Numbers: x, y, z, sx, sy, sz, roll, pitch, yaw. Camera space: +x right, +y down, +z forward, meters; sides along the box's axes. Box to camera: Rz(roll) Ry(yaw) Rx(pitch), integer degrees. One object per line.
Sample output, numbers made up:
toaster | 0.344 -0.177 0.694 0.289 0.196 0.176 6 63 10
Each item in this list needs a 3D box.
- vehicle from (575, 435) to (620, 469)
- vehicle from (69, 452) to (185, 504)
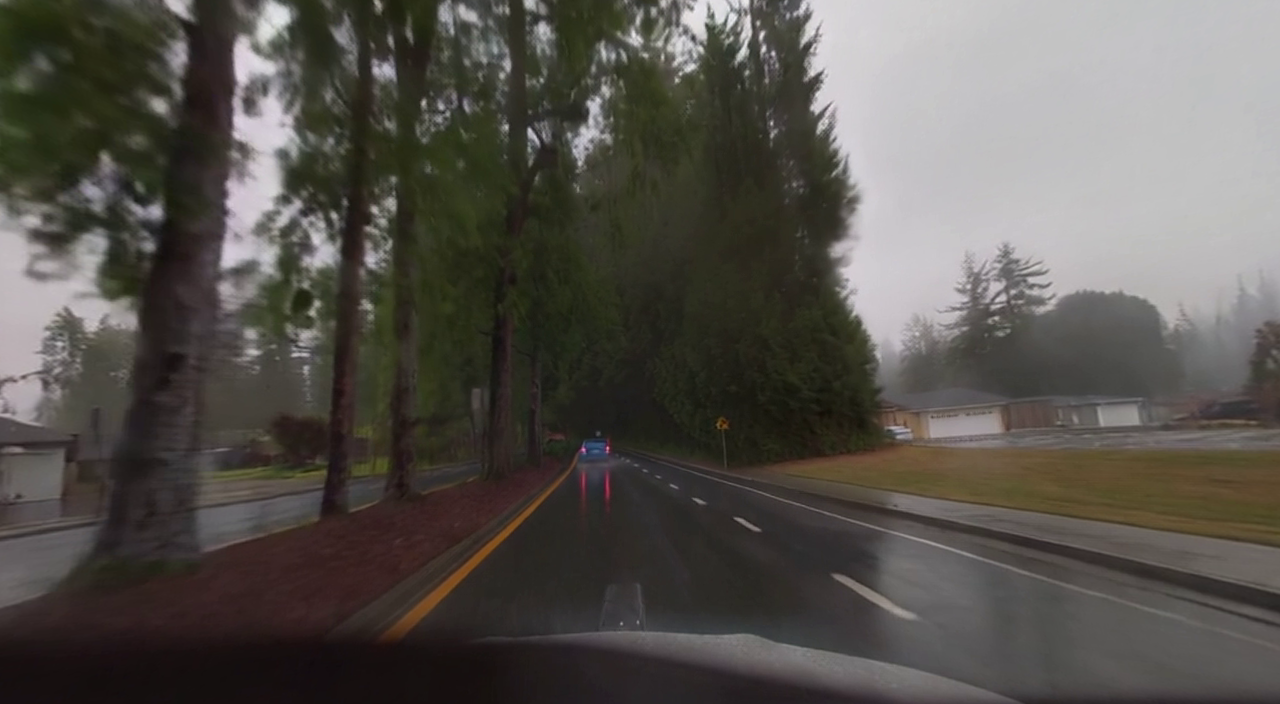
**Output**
vehicle | -2.276 5.273 33.433 2.216 1.708 4.110 1 -8 -4
vehicle | -23.782 5.791 29.602 2.076 2.085 5.241 2 -8 -14
